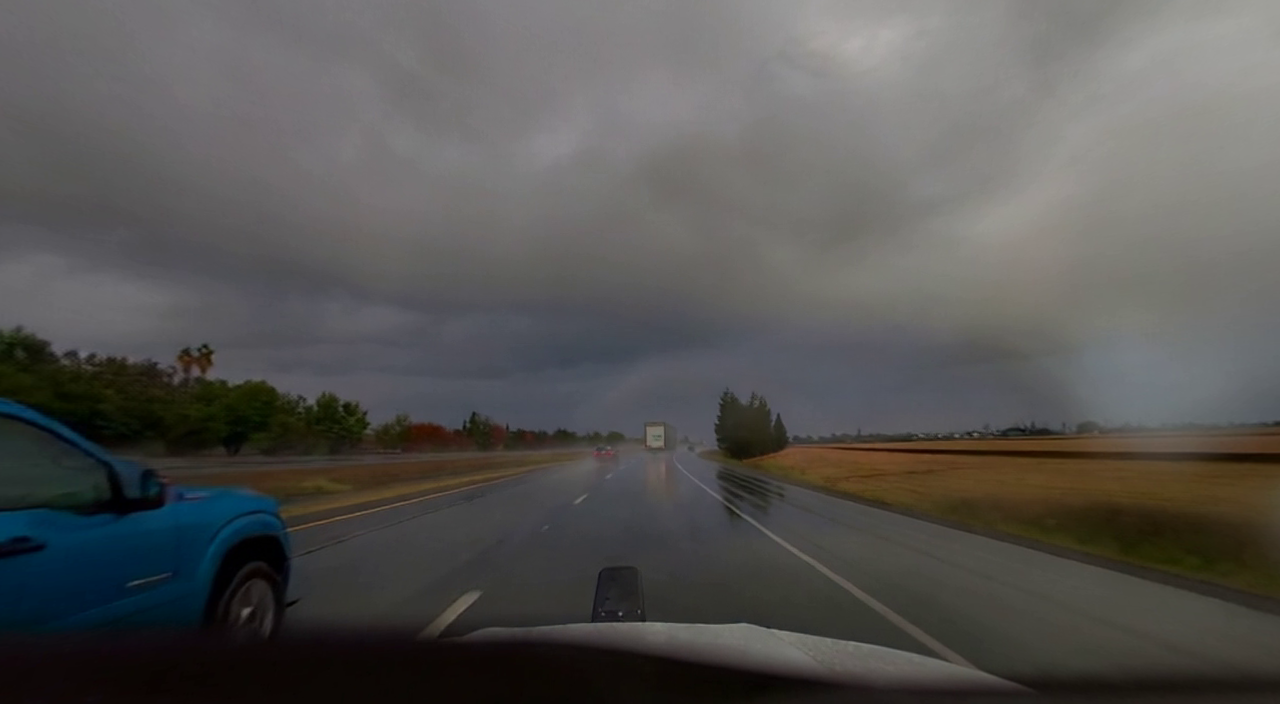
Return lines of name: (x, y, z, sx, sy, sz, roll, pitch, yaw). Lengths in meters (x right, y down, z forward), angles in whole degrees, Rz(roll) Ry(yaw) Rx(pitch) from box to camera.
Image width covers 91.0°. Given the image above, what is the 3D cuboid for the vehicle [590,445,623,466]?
vehicle: (-2.540, 8.039, 48.927, 2.199, 1.555, 4.451, 0, -9, 2)
